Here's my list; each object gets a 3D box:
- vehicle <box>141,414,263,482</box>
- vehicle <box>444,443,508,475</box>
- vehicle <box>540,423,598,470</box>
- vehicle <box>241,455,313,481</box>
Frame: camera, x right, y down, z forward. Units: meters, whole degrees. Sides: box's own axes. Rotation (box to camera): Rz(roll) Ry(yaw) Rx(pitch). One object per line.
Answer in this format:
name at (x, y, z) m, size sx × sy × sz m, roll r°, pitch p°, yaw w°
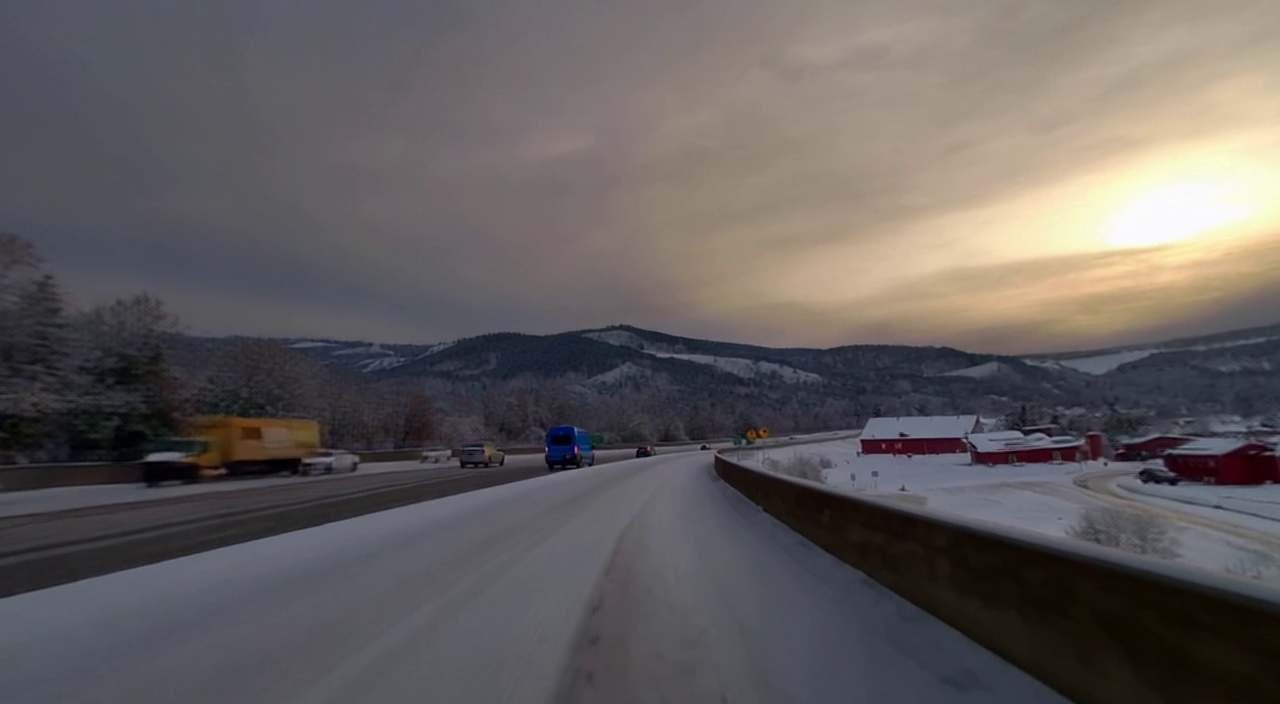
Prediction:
vehicle at (-28.328, 6.280, 41.297) m, size 3.004 × 4.015 × 6.271 m, roll -1°, pitch -9°, yaw 4°
vehicle at (-8.471, 5.561, 33.093) m, size 1.821 × 1.524 × 4.342 m, roll -1°, pitch -9°, yaw 6°
vehicle at (-4.351, 6.046, 40.245) m, size 2.314 × 2.703 × 6.441 m, roll -1°, pitch -9°, yaw 6°
vehicle at (-23.631, 7.558, 41.358) m, size 1.840 × 1.530 × 4.453 m, roll -1°, pitch -9°, yaw 4°
